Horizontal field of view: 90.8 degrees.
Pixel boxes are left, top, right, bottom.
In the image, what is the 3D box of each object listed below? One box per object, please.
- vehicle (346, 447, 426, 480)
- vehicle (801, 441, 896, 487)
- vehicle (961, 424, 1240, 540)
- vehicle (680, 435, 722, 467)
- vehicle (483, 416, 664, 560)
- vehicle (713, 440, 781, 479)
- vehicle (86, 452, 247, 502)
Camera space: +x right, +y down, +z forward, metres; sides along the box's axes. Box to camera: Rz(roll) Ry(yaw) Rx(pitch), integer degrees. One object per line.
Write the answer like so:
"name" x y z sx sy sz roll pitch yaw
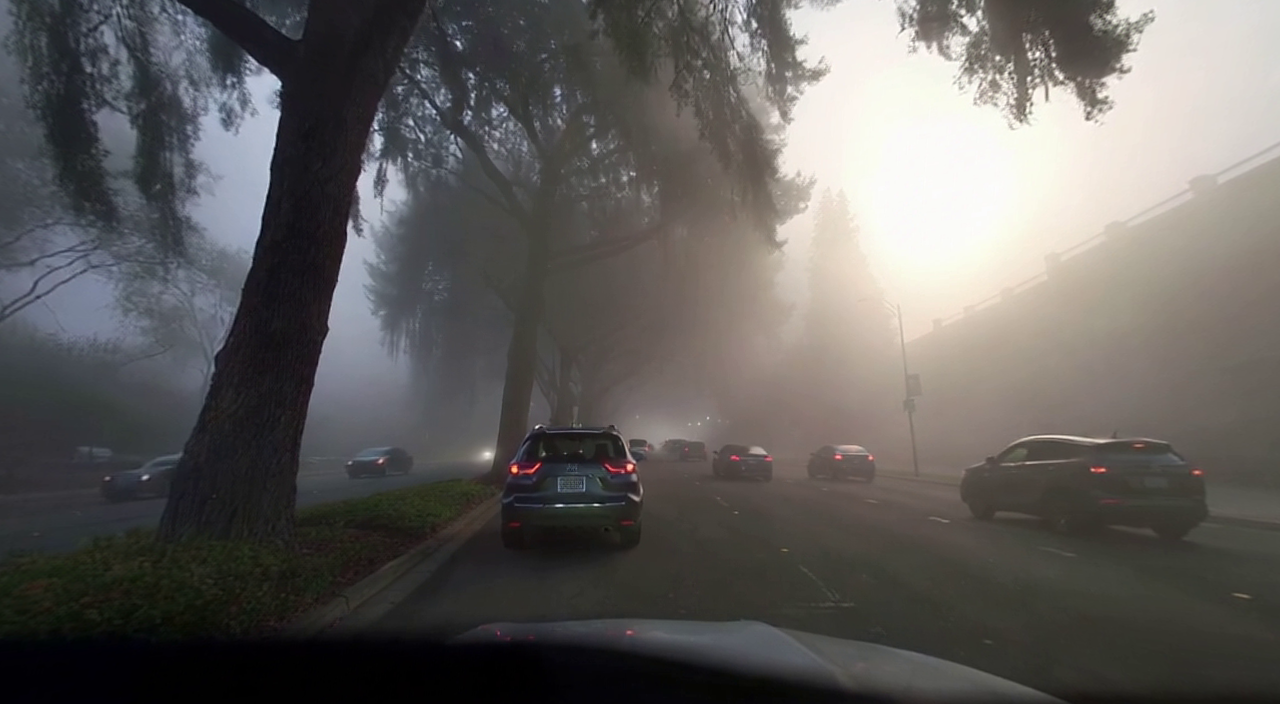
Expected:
"vehicle" -12.167 5.348 30.593 1.981 1.463 4.395 0 -8 1
"vehicle" 7.357 3.965 22.758 1.977 1.485 4.308 0 -8 0
"vehicle" 8.019 2.272 11.709 2.168 1.709 4.289 -1 -8 5
"vehicle" 3.740 6.156 39.418 2.114 1.846 4.659 0 -8 -1
"vehicle" -0.941 1.867 9.326 2.106 1.655 3.717 1 -8 -5
"vehicle" 4.382 4.453 26.515 2.175 1.477 4.520 0 -8 2
"vehicle" -15.837 4.155 21.508 1.900 1.467 4.609 0 -8 0
